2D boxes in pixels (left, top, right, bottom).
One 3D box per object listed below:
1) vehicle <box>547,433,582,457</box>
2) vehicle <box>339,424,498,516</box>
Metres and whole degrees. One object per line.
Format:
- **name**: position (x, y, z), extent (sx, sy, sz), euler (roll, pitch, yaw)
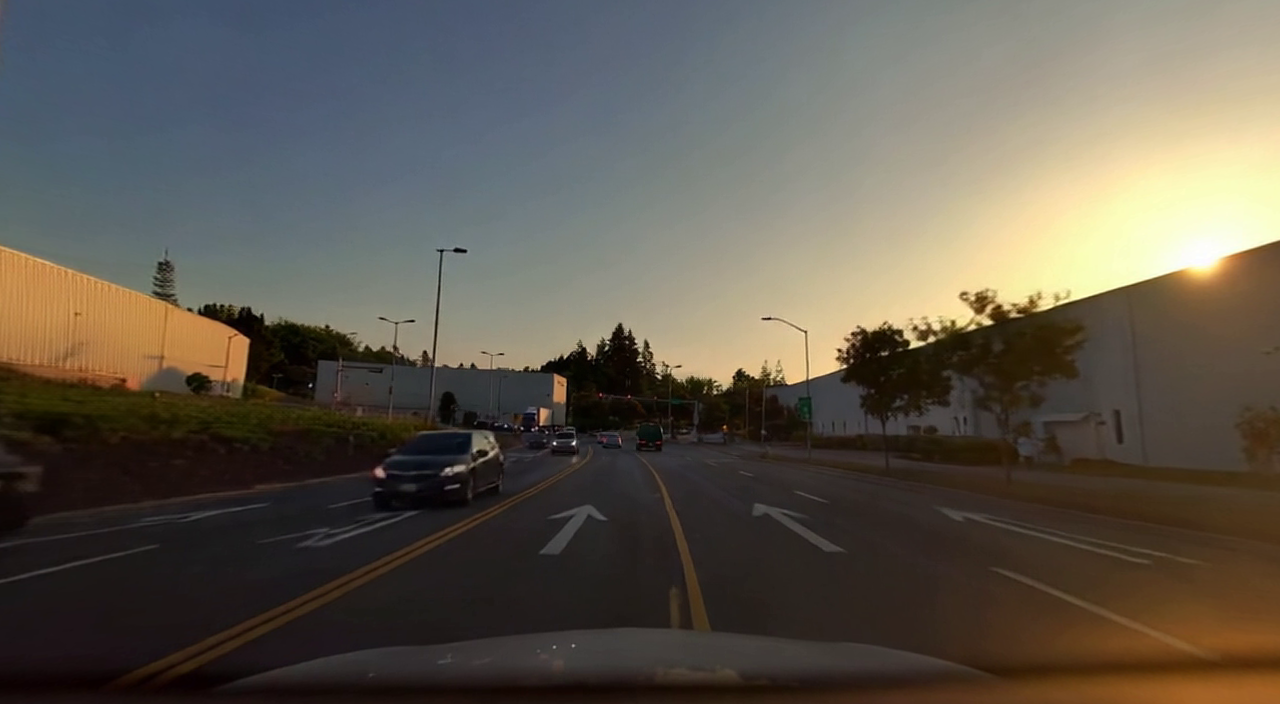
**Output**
- **vehicle**: position (-5.043, 6.271, 42.544), extent (2.003, 1.562, 3.862), euler (0, -8, -2)
- **vehicle**: position (-4.166, 2.250, 12.540), extent (1.727, 1.519, 3.805), euler (0, -8, 0)
